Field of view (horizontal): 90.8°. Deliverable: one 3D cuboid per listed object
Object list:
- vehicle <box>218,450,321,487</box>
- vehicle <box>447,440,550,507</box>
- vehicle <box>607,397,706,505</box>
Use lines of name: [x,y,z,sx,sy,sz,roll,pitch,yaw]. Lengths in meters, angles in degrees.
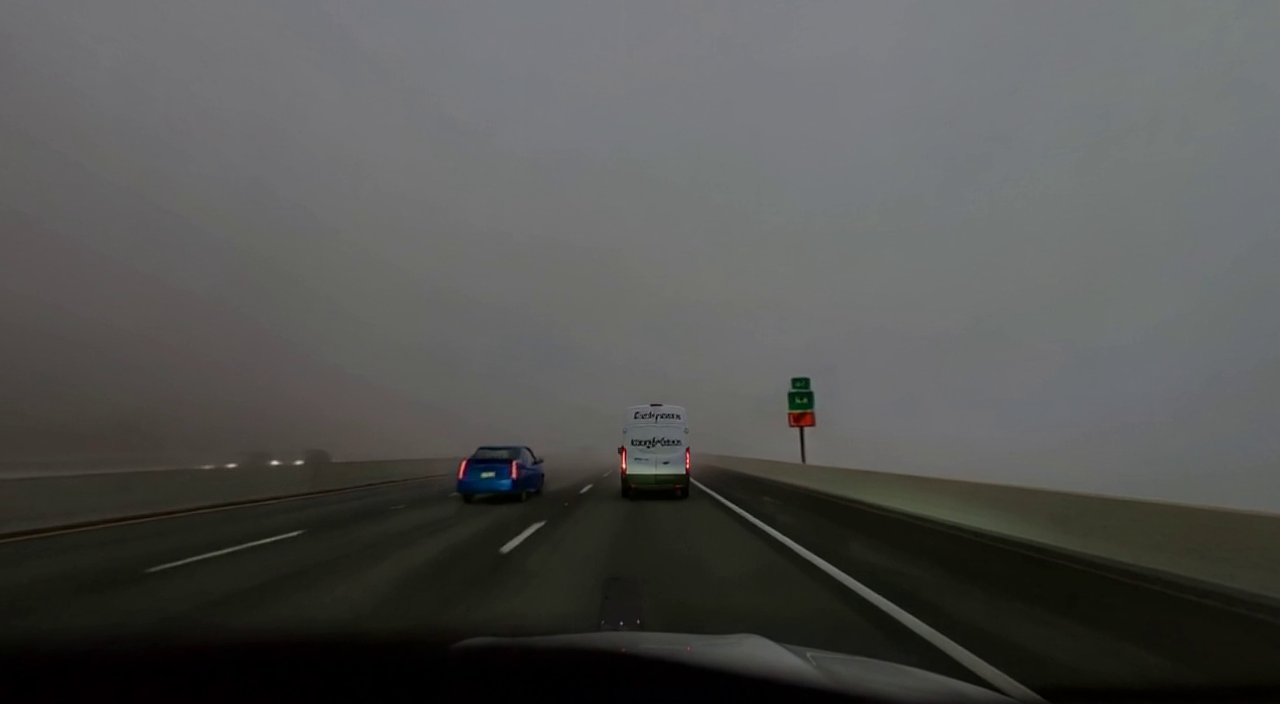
vehicle: [-16.072,5.042,27.678,1.839,1.437,4.315,0,-9,1]
vehicle: [-3.494,3.047,16.220,1.788,1.500,3.475,0,-9,0]
vehicle: [0.307,2.750,17.701,2.332,2.558,5.314,0,-9,-2]
